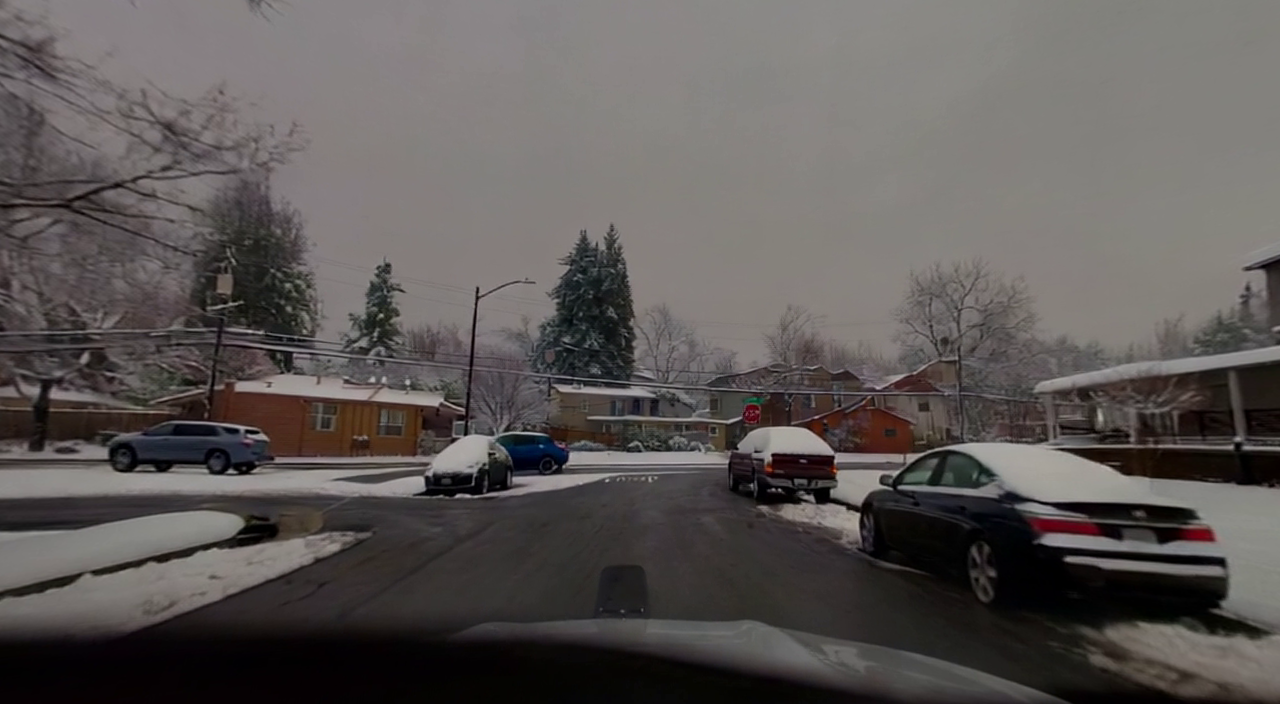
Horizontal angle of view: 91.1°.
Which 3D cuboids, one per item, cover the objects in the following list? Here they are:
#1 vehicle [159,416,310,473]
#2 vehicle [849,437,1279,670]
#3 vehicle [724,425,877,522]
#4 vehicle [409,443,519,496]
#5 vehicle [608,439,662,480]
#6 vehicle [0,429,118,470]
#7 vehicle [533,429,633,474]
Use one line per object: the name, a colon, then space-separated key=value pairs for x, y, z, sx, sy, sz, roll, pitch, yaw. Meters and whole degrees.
vehicle: x=-16.087 y=3.762 z=25.449 sx=2.320 sy=2.030 sz=5.730 roll=0 pitch=-9 yaw=-1
vehicle: x=3.824 y=1.628 z=6.288 sx=1.876 sy=1.477 sz=4.324 roll=0 pitch=-8 yaw=-1
vehicle: x=3.355 y=2.614 z=14.166 sx=2.144 sy=1.751 sz=4.472 roll=2 pitch=-8 yaw=-2
vehicle: x=-5.234 y=3.546 z=19.426 sx=1.999 sy=1.441 sz=4.628 roll=0 pitch=-9 yaw=1
vehicle: x=-0.246 y=4.293 z=25.336 sx=2.010 sy=1.499 sz=4.107 roll=0 pitch=-9 yaw=-2
vehicle: x=-24.258 y=3.996 z=25.764 sx=1.852 sy=1.518 sz=4.438 roll=0 pitch=-9 yaw=-1
vehicle: x=-3.380 y=5.691 z=36.162 sx=2.772 sy=2.319 sz=6.249 roll=6 pitch=-11 yaw=-37
